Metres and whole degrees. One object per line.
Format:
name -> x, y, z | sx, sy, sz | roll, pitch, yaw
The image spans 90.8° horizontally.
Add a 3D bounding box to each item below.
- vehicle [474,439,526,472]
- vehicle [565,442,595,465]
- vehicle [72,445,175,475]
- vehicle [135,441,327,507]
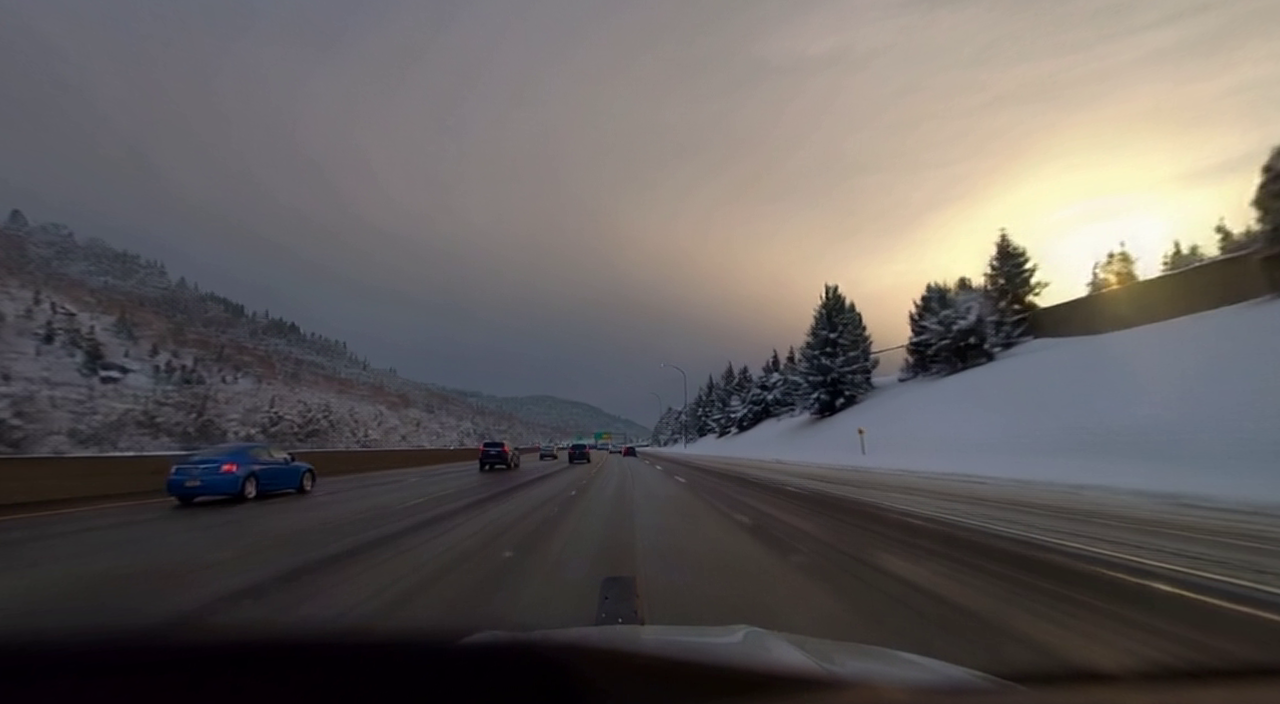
vehicle -> -8.068, 6.036, 36.965 | 2.074, 1.768, 4.805 | 0, -9, -2
vehicle -> -4.584, 7.847, 48.997 | 2.115, 1.713, 4.263 | 0, -9, -2
vehicle -> -30.217, 6.306, 37.197 | 1.911, 1.588, 4.877 | 0, -9, 0
vehicle -> -10.424, 3.117, 16.670 | 1.949, 1.475, 4.740 | 0, -9, -1
